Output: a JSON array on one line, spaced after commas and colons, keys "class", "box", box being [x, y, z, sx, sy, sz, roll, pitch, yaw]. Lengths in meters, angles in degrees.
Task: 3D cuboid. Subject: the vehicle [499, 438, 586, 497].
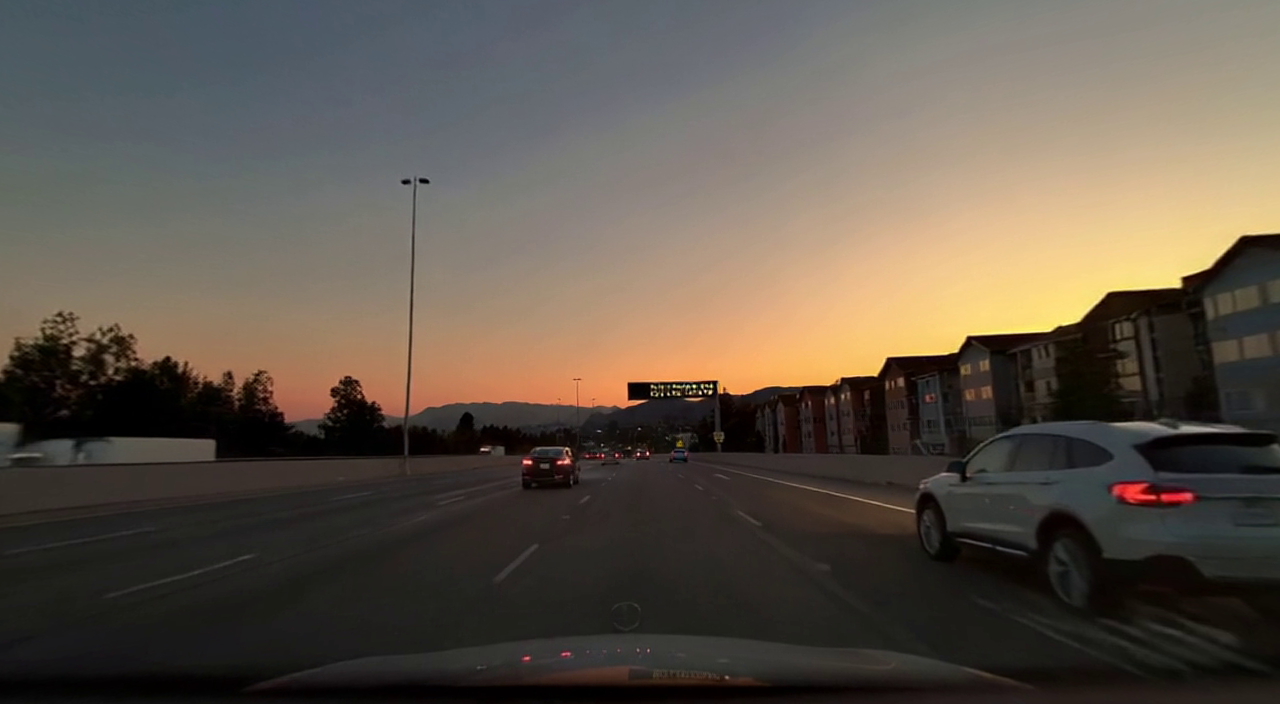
[{"class": "vehicle", "box": [-3.103, 3.791, 21.071, 2.075, 1.721, 4.763, 0, -9, 1]}]

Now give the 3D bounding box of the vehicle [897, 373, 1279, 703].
[{"class": "vehicle", "box": [4.355, 1.320, 5.562, 2.170, 1.733, 4.631, 0, -9, 0]}]

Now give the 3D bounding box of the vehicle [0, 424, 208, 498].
[{"class": "vehicle", "box": [-35.284, 6.923, 40.728, 2.887, 3.890, 16.694, 0, -9, 0]}]
